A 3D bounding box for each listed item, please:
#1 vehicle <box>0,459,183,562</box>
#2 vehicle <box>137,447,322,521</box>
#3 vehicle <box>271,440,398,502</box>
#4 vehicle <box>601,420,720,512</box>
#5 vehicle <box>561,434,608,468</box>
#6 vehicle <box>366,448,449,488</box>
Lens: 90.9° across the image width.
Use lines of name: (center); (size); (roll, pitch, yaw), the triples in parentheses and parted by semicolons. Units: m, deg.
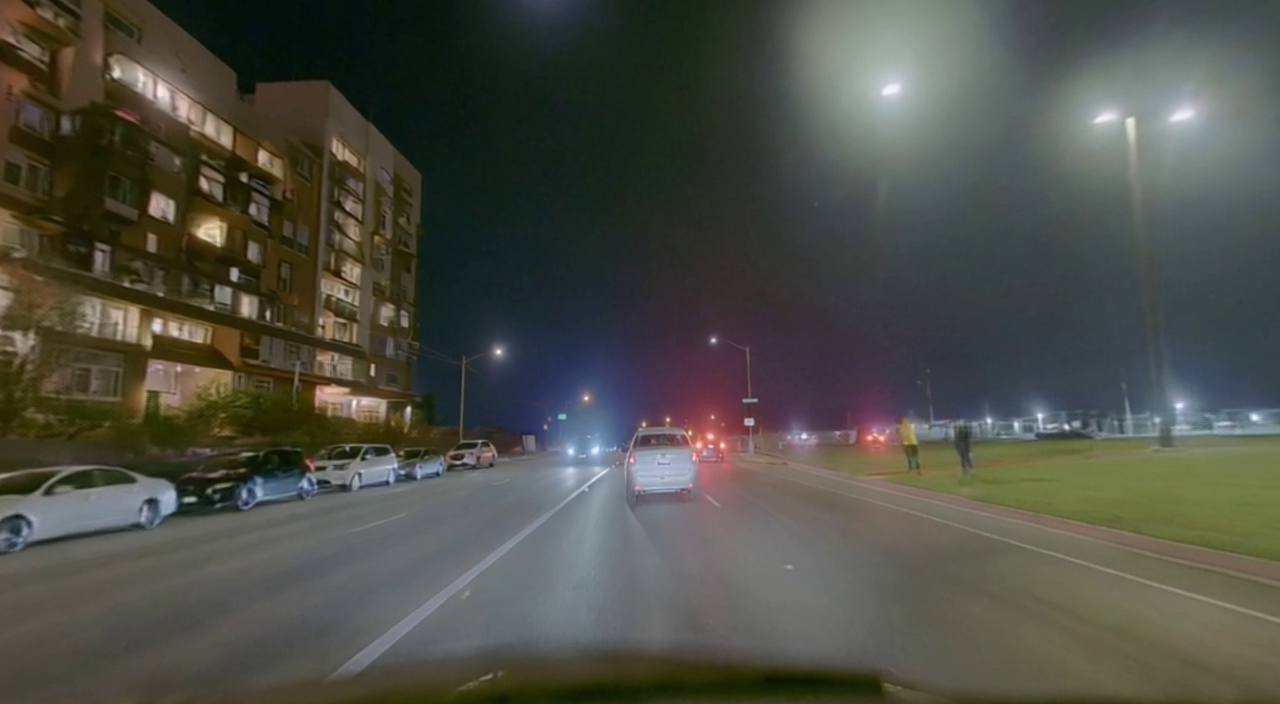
vehicle: (-10.607, 2.644, 10.933); (1.839, 1.474, 4.694); (0, -9, 0)
vehicle: (-10.394, 3.310, 16.463); (1.869, 1.647, 4.281); (0, -9, 1)
vehicle: (-10.261, 3.979, 21.672); (1.940, 1.816, 4.721); (-1, -7, 1)
vehicle: (0.348, 2.323, 13.219); (2.132, 1.632, 3.838); (0, -9, 0)
vehicle: (-2.942, 5.402, 34.516); (2.086, 1.702, 4.451); (0, -9, 1)
vehicle: (-10.098, 5.027, 27.821); (1.860, 1.487, 4.658); (-1, -8, 0)
